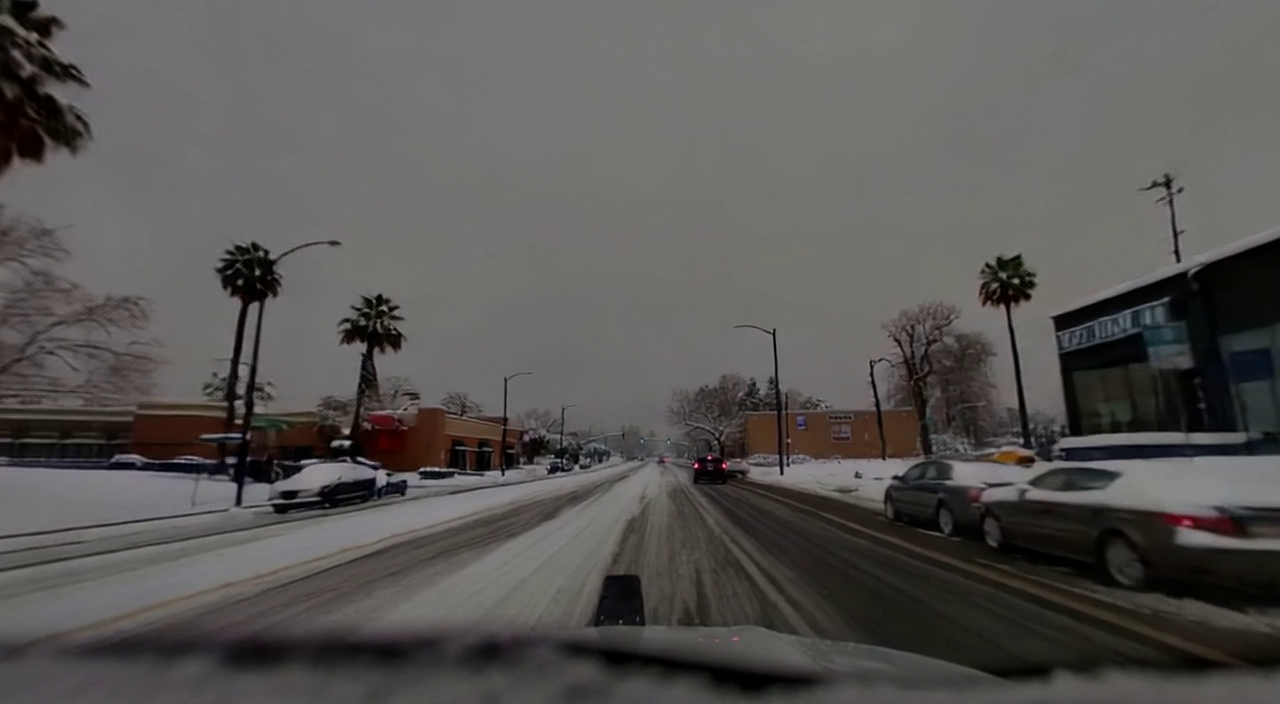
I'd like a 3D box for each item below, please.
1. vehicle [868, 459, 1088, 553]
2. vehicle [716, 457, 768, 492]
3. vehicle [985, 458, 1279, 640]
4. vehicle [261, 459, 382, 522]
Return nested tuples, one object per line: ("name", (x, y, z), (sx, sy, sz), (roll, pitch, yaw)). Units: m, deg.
("vehicle", (6.407, 2.935, 12.756), (1.932, 1.490, 4.598), (0, -9, 1))
("vehicle", (4.724, 5.705, 29.807), (2.067, 1.477, 4.653), (-1, -9, 5))
("vehicle", (6.314, 2.049, 7.612), (1.834, 1.504, 4.331), (0, -9, 0))
("vehicle", (-12.112, 5.234, 24.549), (1.949, 2.026, 5.141), (1, -8, 0))
